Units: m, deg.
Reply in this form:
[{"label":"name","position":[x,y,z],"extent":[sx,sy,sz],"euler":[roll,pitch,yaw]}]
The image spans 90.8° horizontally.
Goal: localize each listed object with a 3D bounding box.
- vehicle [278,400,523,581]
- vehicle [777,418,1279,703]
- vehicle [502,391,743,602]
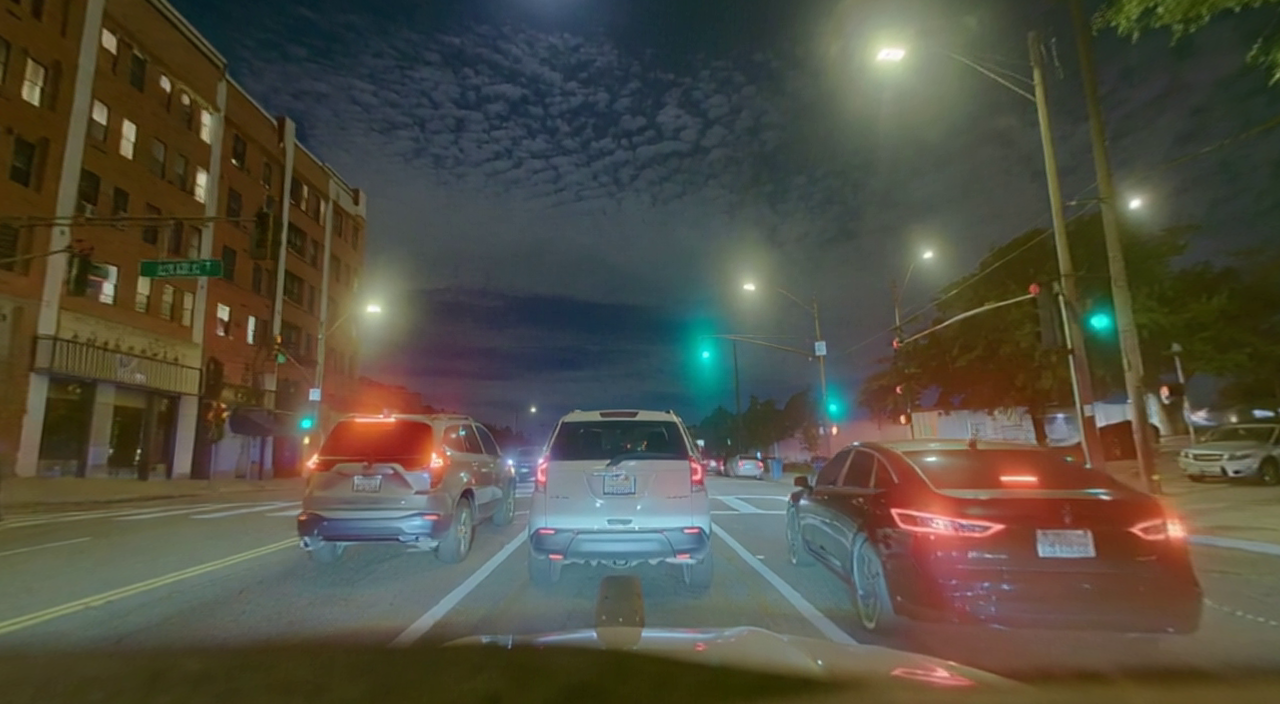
[{"label":"vehicle","position":[-2.828,1.717,8.613],"extent":[1.855,1.812,4.244],"euler":[0,-8,-3]},{"label":"vehicle","position":[2.569,1.378,5.296],"extent":[1.852,1.462,4.155],"euler":[0,-8,-1]},{"label":"vehicle","position":[-0.150,1.603,7.894],"extent":[2.105,1.842,4.537],"euler":[0,-8,0]}]
